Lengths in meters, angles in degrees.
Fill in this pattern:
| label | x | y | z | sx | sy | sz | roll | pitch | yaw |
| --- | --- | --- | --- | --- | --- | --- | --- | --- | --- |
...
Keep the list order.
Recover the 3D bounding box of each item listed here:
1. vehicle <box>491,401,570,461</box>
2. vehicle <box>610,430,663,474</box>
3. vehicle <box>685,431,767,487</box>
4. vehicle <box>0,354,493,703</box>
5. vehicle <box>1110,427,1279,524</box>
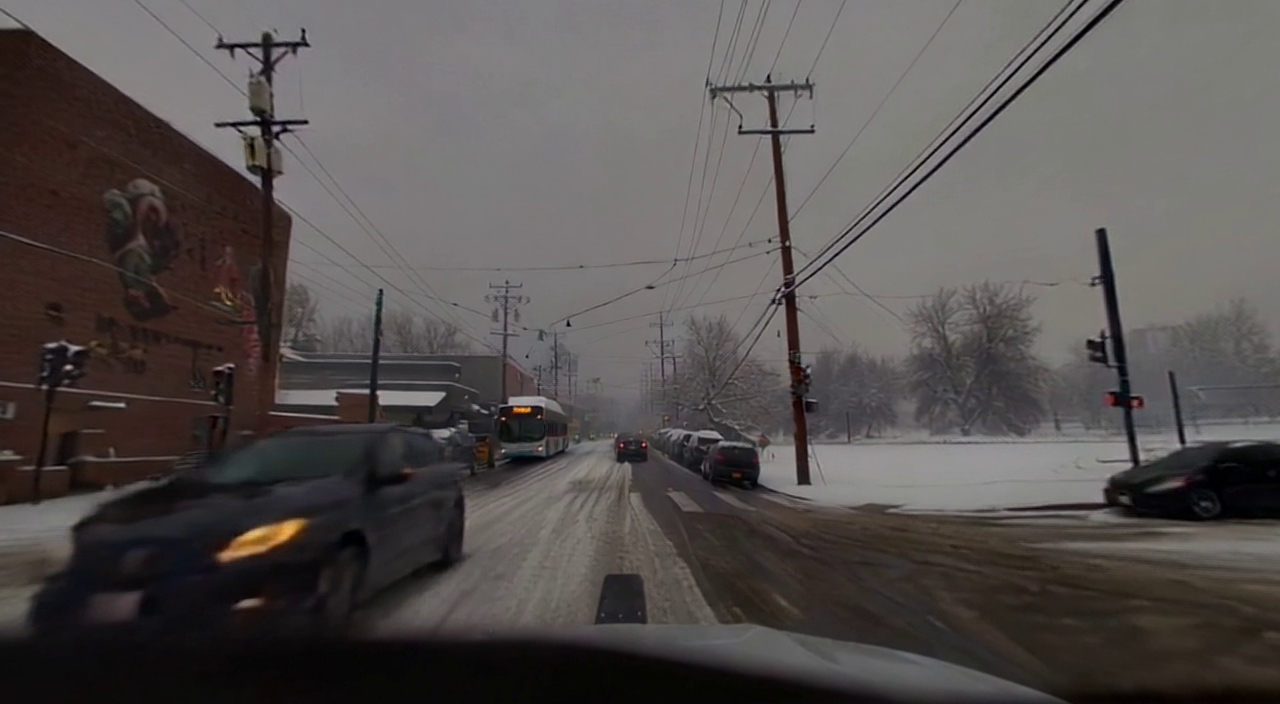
| label | x | y | z | sx | sy | sz | roll | pitch | yaw |
| --- | --- | --- | --- | --- | --- | --- | --- | --- | --- |
| vehicle | -6.757 | 5.307 | 41.405 | 3.297 | 3.342 | 12.875 | 0 | -8 | -2 |
| vehicle | -0.204 | 4.374 | 27.895 | 2.190 | 1.783 | 4.048 | 0 | -8 | -2 |
| vehicle | 2.893 | 3.753 | 22.220 | 2.171 | 1.751 | 4.373 | 0 | -10 | -1 |
| vehicle | -3.412 | 1.389 | 6.366 | 2.474 | 1.926 | 5.823 | 0 | -8 | 0 |
| vehicle | 11.992 | 2.265 | 11.895 | 4.576 | 1.650 | 1.980 | -1 | -8 | 3 |
